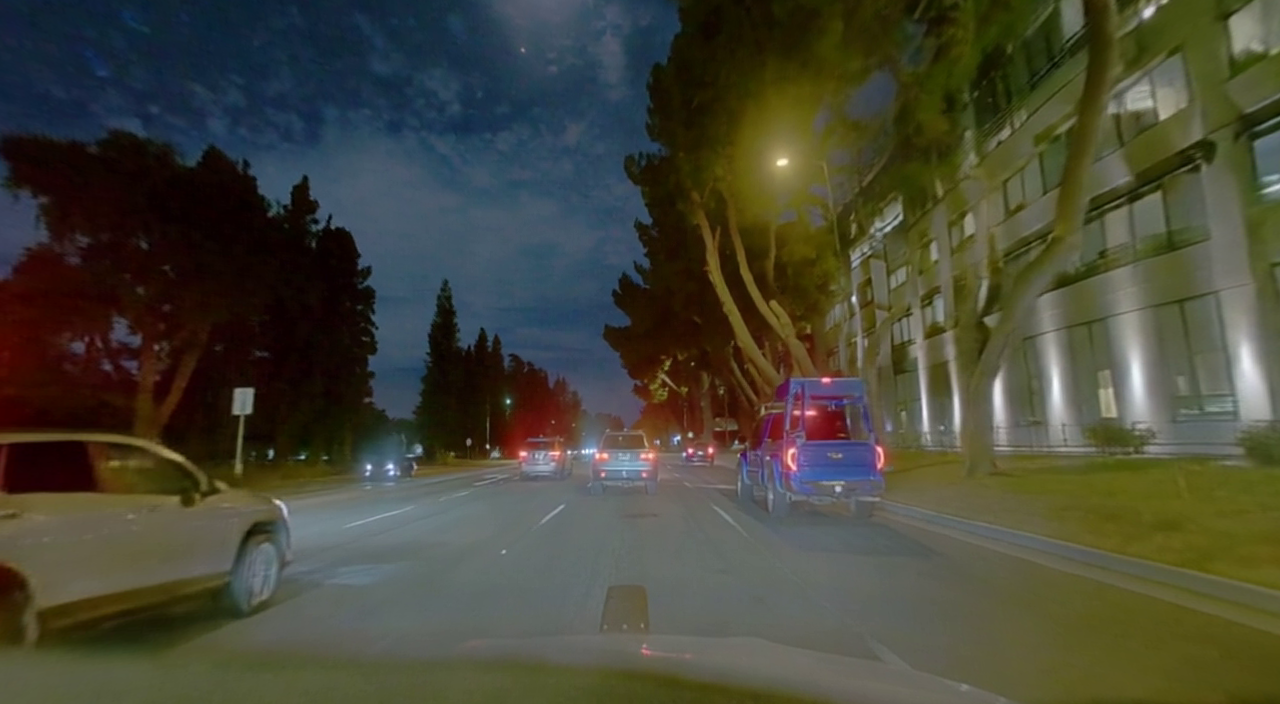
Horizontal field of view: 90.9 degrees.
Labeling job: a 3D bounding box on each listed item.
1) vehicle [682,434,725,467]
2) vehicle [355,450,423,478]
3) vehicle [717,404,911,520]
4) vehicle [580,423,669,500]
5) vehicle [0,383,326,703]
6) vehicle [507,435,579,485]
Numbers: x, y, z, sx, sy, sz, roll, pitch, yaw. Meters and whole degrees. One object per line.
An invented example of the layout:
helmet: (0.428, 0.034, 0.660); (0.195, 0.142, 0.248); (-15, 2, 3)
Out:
vehicle: (3.907, 6.199, 39.718); (2.183, 1.948, 4.633); (0, -9, -1)
vehicle: (-14.534, 6.484, 36.802); (2.001, 1.441, 4.488); (-1, -9, 1)
vehicle: (3.471, 2.417, 14.314); (2.655, 2.054, 6.098); (0, -9, 0)
vehicle: (-0.307, 2.857, 16.725); (2.075, 1.770, 4.018); (0, -9, 1)
vehicle: (-3.936, 1.039, 3.446); (1.959, 1.614, 4.676); (0, -9, 1)
vehicle: (-3.400, 3.861, 22.830); (1.894, 1.642, 3.861); (0, -9, 1)
